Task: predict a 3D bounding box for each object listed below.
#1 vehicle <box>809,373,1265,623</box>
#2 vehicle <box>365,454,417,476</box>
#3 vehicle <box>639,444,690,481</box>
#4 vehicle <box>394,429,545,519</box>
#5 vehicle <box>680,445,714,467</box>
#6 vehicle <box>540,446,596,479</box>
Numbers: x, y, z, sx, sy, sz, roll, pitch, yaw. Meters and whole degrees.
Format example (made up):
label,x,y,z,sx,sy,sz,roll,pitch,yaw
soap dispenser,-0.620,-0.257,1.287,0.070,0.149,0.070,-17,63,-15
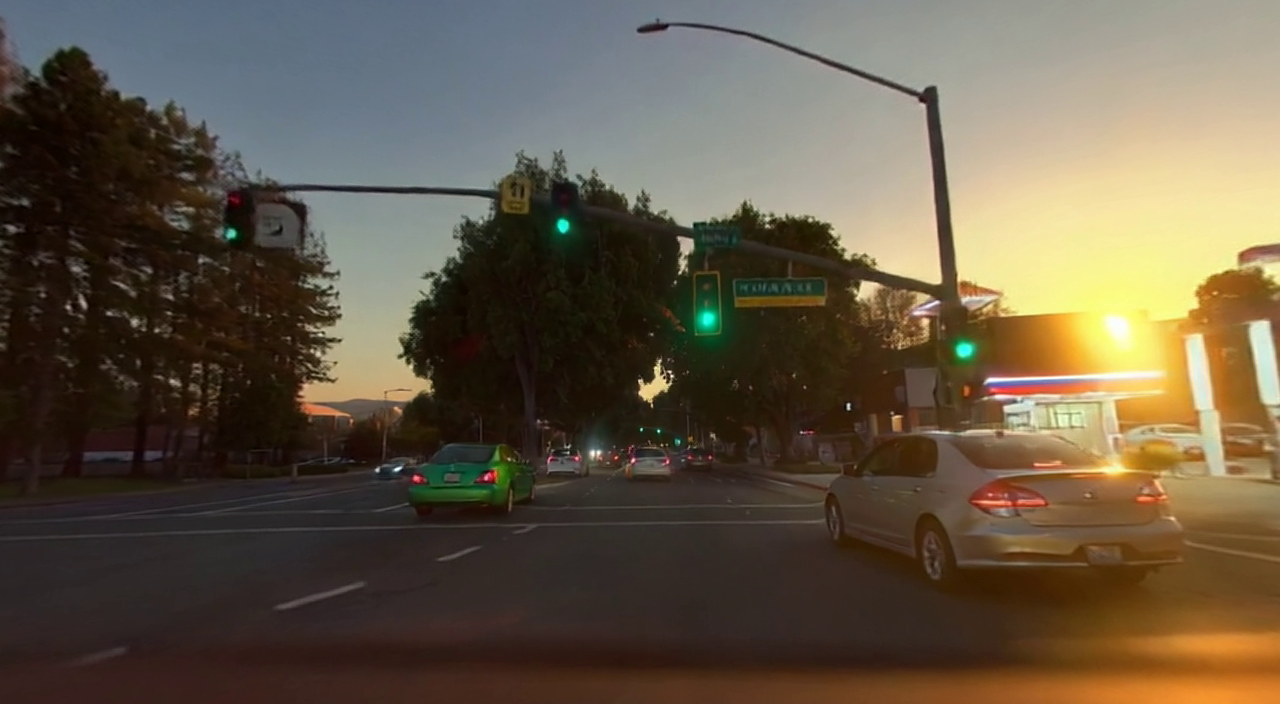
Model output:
label,x,y,z,sx,sy,sz,roll,pitch,yaw
vehicle,3.501,1.389,6.920,1.992,1.805,4.549,0,-8,0
vehicle,-17.985,8.153,45.757,1.858,1.460,4.447,-1,-8,1
vehicle,0.950,4.674,26.890,1.994,1.433,3.894,0,-8,-1
vehicle,-3.628,2.701,14.523,2.023,1.687,4.874,0,-8,1
vehicle,3.956,7.299,44.548,1.920,1.479,4.548,0,-8,0
vehicle,-3.316,5.183,29.955,1.995,1.436,4.500,0,-8,1
